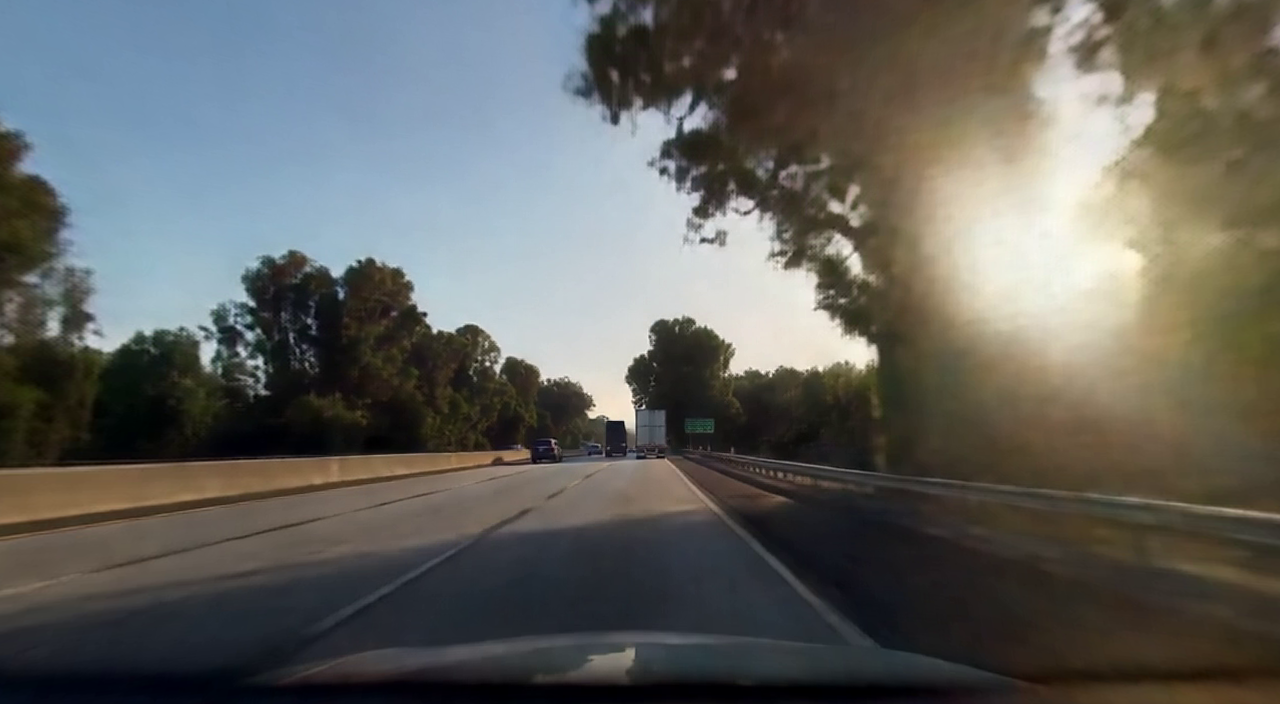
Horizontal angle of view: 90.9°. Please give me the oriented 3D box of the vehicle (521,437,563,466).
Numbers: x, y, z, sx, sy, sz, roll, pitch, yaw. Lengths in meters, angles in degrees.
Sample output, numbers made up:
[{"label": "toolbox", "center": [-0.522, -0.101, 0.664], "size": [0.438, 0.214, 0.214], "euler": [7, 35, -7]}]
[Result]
[{"label": "vehicle", "center": [-6.827, 6.972, 44.437], "size": [2.149, 1.884, 4.627], "euler": [0, -8, 2]}]
